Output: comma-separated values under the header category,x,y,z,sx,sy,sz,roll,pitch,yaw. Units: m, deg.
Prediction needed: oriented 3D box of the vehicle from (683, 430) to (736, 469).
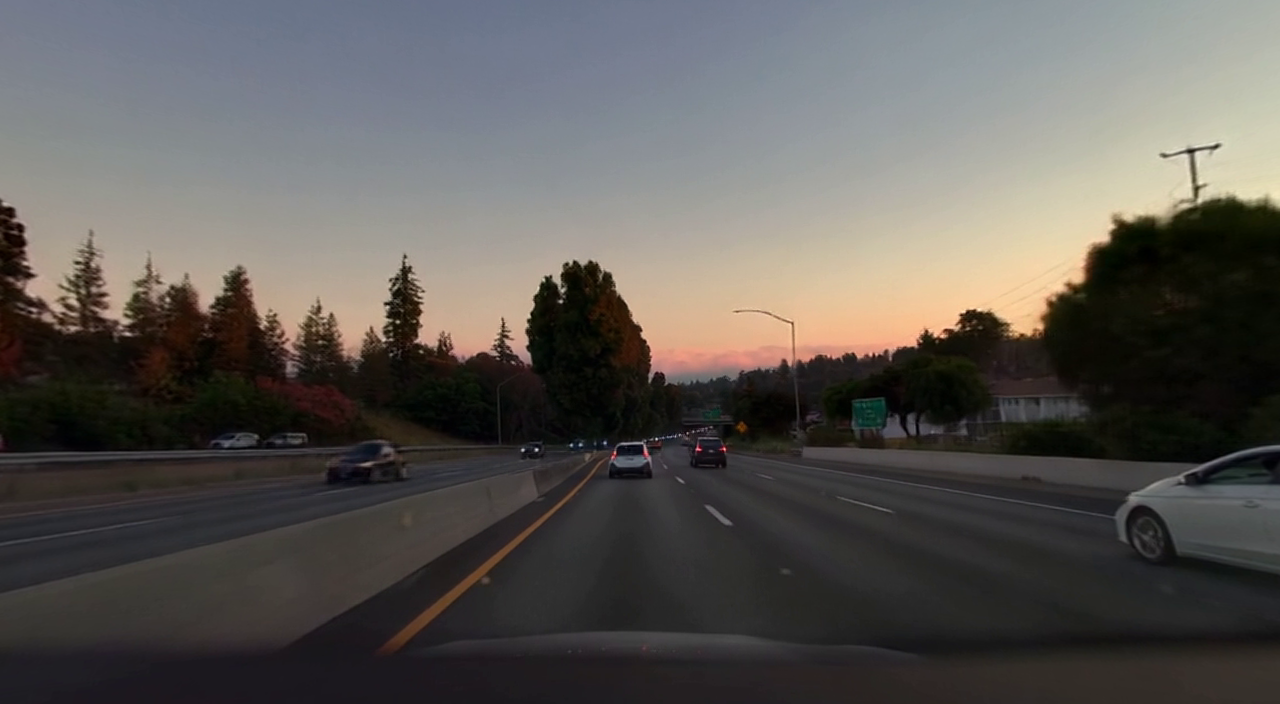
category,x,y,z,sx,sy,sz,roll,pitch,yaw
vehicle,3.536,5.066,32.958,2.186,1.842,4.553,0,-8,-1

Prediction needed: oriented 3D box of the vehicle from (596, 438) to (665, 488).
category,x,y,z,sx,sy,sz,roll,pitch,yaw
vehicle,-0.255,3.572,20.565,2.040,1.451,3.736,0,-8,0

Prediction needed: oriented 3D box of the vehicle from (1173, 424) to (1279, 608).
category,x,y,z,sx,sy,sz,roll,pitch,yaw
vehicle,6.389,1.106,3.669,2.434,1.467,4.726,0,-8,-1

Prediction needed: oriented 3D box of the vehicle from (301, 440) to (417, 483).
category,x,y,z,sx,sy,sz,roll,pitch,yaw
vehicle,-11.011,4.314,25.239,2.393,1.522,4.808,0,-8,0
